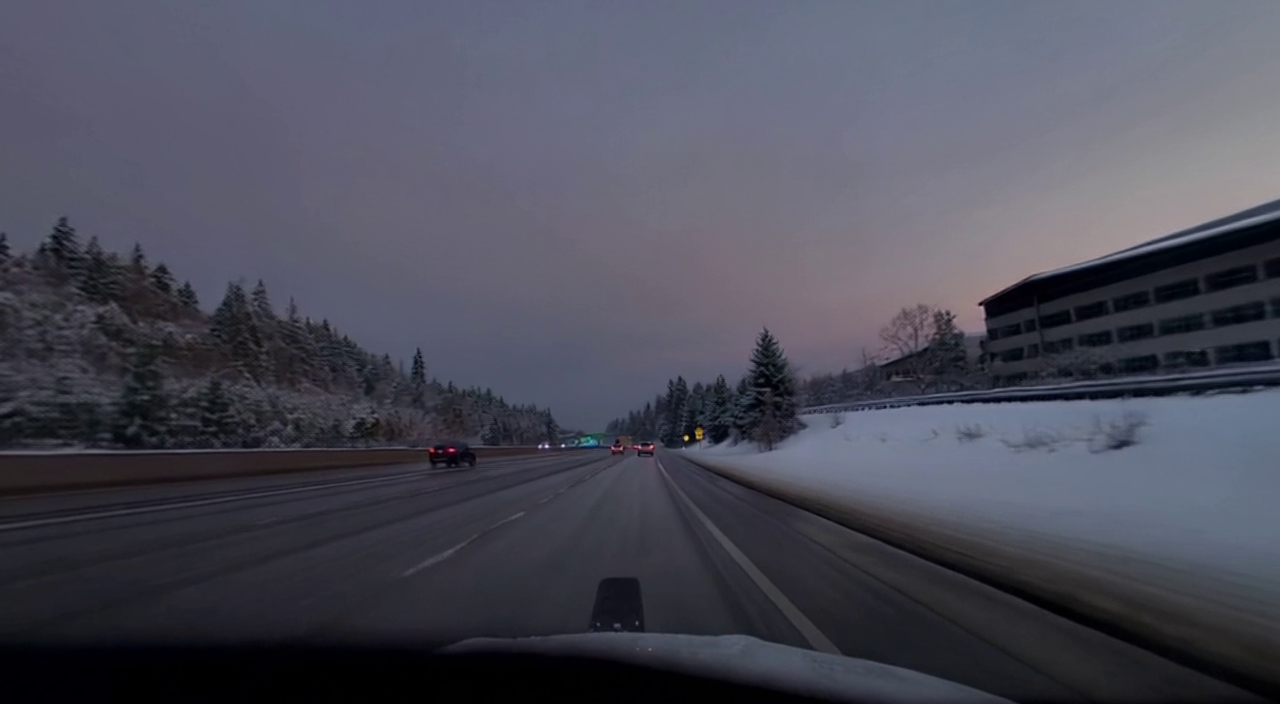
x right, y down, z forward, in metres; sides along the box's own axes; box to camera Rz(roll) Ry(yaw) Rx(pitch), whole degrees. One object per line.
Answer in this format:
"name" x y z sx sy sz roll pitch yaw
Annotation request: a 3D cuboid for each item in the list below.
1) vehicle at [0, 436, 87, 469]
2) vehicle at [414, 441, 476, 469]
"vehicle" -30.908 5.064 31.986 1.799 1.549 4.250 0 -8 2
"vehicle" -10.669 5.645 34.948 1.914 1.440 4.467 0 -8 1
